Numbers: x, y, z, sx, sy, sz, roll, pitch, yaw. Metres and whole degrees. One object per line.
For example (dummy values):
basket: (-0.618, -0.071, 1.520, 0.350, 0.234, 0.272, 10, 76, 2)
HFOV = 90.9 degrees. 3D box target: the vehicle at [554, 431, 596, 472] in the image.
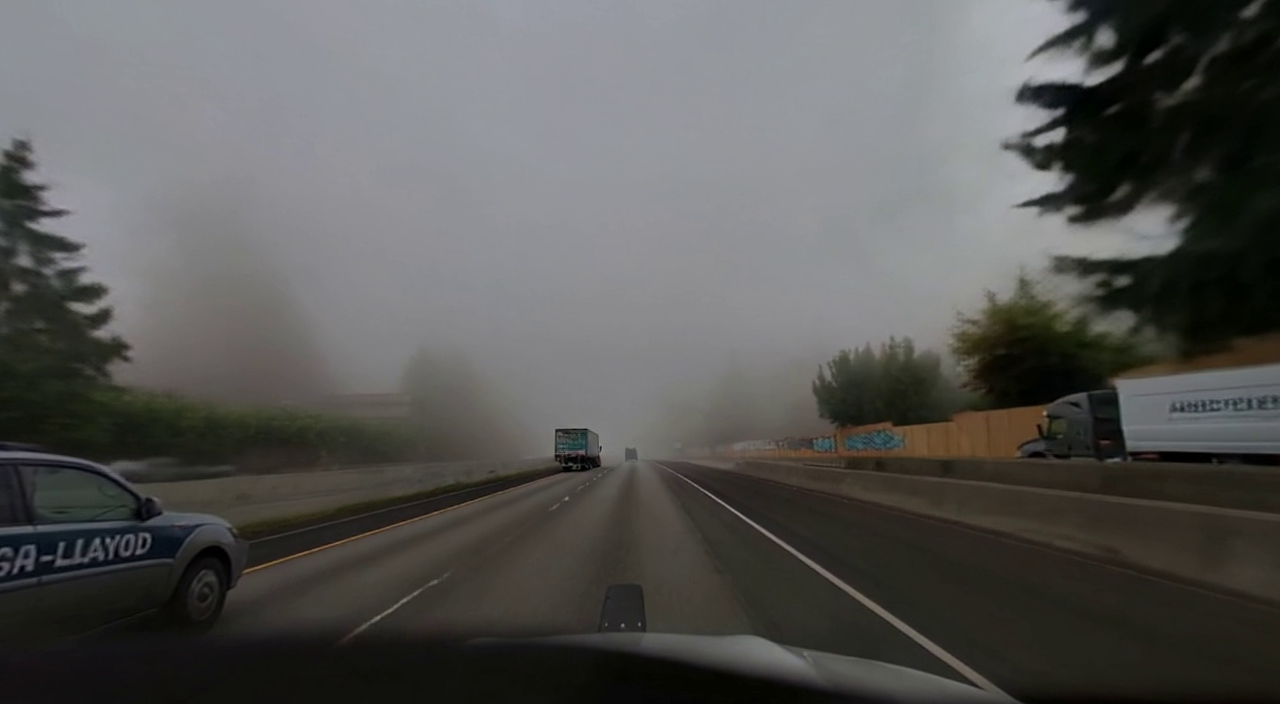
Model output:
vehicle: (-4.255, 6.645, 42.232, 2.305, 2.517, 5.486, 0, -9, 0)

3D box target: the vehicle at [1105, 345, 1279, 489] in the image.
vehicle: (20.007, 1.699, 17.151, 2.782, 4.082, 12.925, 1, -9, -12)

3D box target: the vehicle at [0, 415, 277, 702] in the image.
vehicle: (-4.348, 1.107, 3.450, 2.024, 1.476, 4.466, -1, -9, 1)
